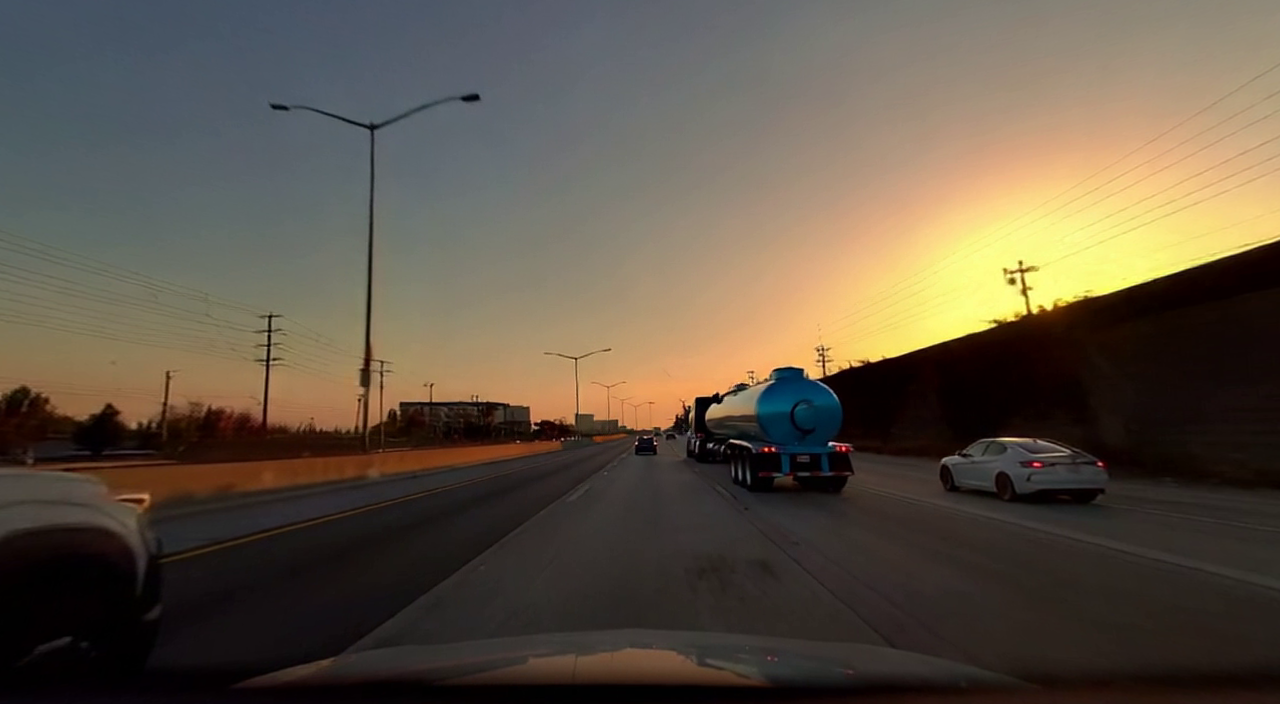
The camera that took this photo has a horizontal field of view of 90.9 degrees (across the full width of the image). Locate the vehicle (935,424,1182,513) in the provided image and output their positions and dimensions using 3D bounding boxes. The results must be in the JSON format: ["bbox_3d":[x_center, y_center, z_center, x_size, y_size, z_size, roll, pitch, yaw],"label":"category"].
[{"bbox_3d":[8.174,2.309,13.006,1.905,1.480,4.624,0,-8,0],"label":"vehicle"}]

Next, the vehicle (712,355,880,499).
[{"bbox_3d":[3.921,2.242,18.122,2.791,3.179,8.074,0,-8,1],"label":"vehicle"}]
